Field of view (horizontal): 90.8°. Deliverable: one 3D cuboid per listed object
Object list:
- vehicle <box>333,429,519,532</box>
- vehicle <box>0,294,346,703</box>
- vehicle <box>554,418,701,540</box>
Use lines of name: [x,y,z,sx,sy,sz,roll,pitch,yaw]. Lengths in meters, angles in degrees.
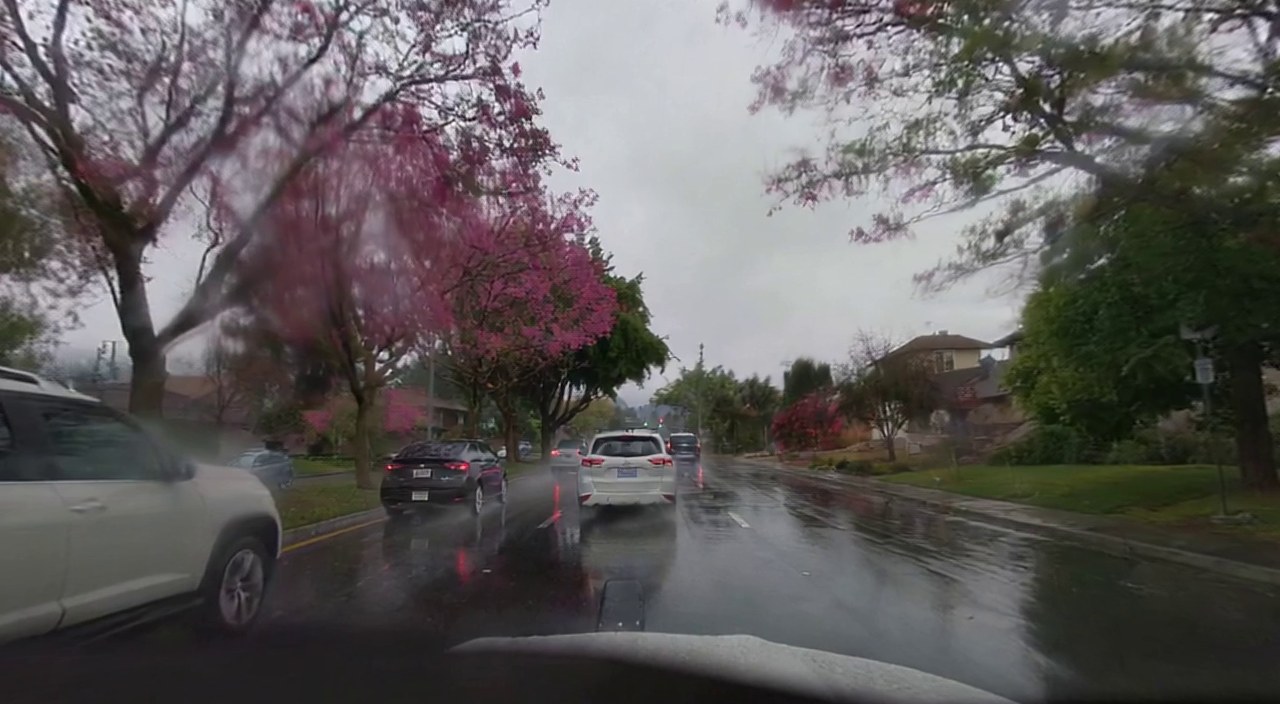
vehicle: [-3.671,2.265,11.731,2.066,1.565,3.905,0,-8,0]
vehicle: [-3.584,0.821,2.965,2.161,1.919,4.798,0,-8,-1]
vehicle: [-0.202,2.015,10.590,1.997,1.636,3.760,0,-8,-1]
